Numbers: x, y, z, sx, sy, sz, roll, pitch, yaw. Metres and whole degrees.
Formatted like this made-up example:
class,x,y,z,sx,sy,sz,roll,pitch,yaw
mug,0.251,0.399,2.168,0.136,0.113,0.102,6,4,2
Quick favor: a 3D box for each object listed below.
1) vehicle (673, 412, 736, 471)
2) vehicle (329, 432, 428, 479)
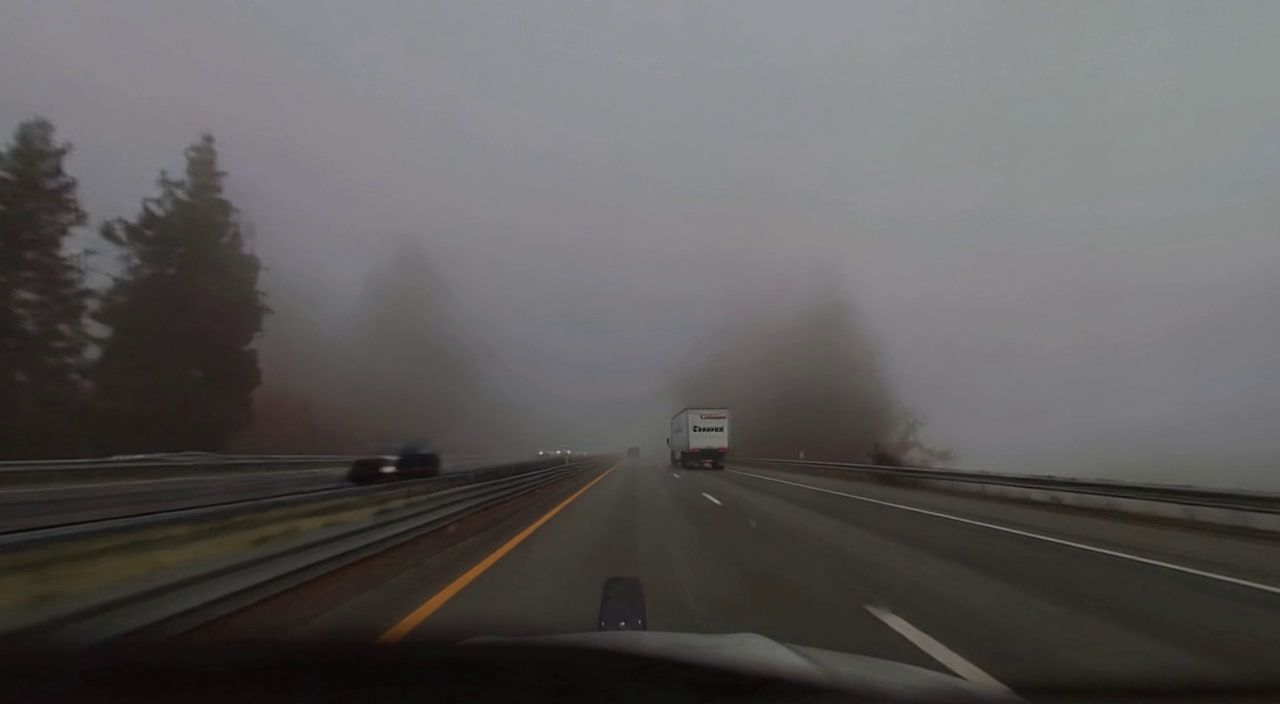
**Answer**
class,x,y,z,sx,sy,sz,roll,pitch,yaw
vehicle,4.078,6.155,42.858,2.876,3.419,11.591,0,-9,-1
vehicle,-9.048,3.612,22.188,1.835,1.494,3.900,0,-9,-1
